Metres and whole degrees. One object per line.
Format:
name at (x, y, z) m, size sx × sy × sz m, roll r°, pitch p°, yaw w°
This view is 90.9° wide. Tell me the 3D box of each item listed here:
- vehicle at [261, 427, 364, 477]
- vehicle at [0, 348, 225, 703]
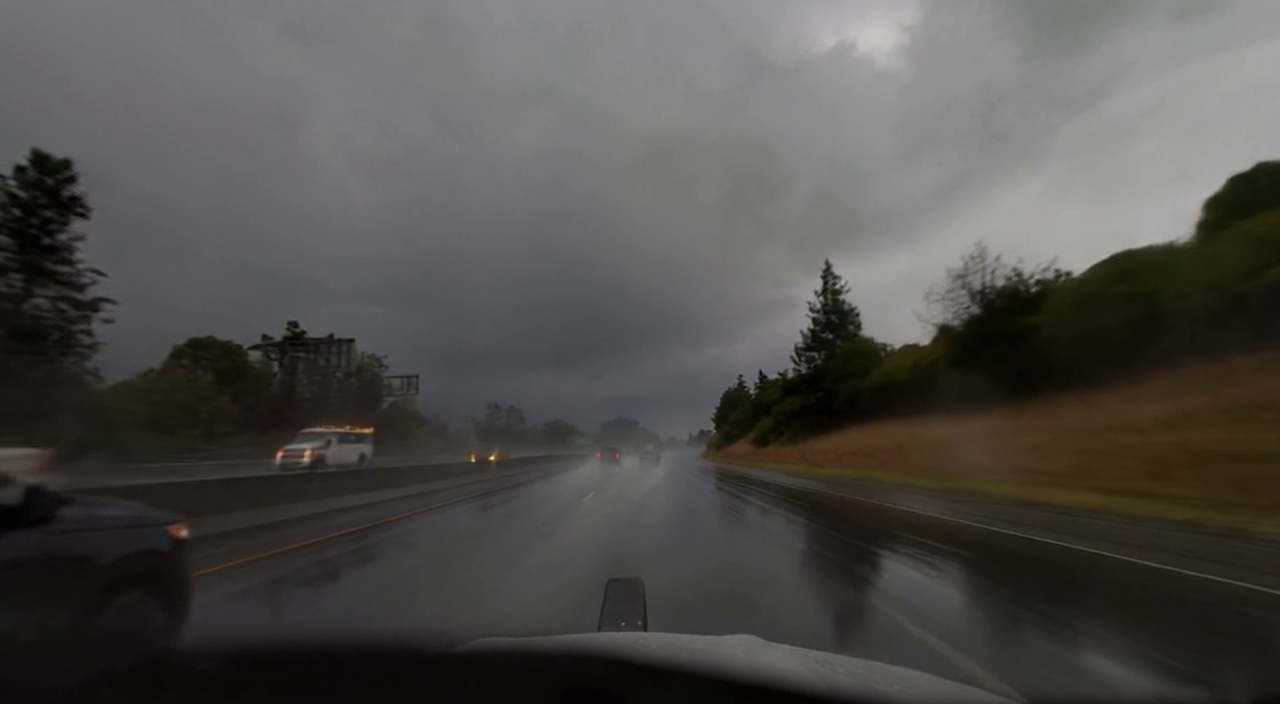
vehicle at (-19.593, 6.065, 38.274) m, size 2.287 × 2.698 × 7.092 m, roll 0°, pitch -9°, yaw 1°
vehicle at (-3.351, 0.679, 1.266) m, size 2.043 × 1.689 × 4.314 m, roll 0°, pitch -9°, yaw 0°
